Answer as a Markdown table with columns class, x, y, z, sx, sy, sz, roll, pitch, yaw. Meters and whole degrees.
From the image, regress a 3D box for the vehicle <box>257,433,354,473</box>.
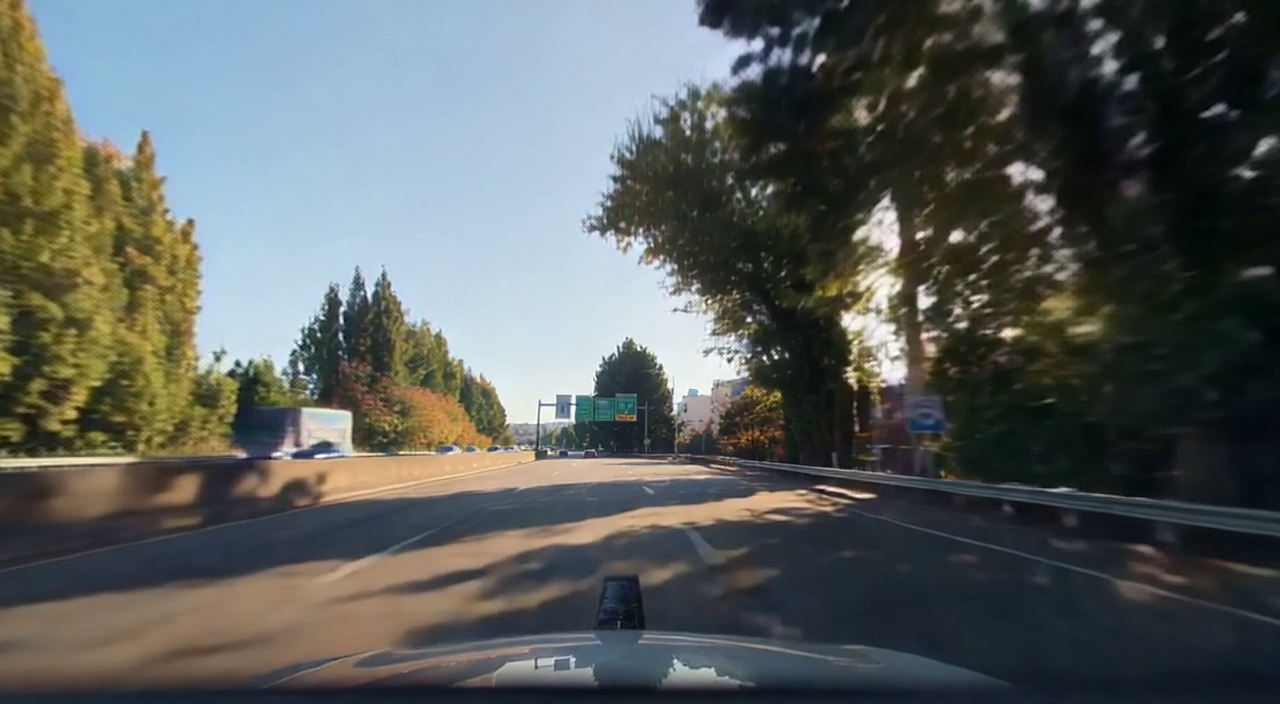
| class | x | y | z | sx | sy | sz | roll | pitch | yaw |
| --- | --- | --- | --- | --- | --- | --- | --- | --- | --- |
| vehicle | -14.492 | 4.403 | 27.438 | 1.939 | 1.554 | 4.335 | 0 | -9 | -2 |

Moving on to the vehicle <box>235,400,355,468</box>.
| class | x | y | z | sx | sy | sz | roll | pitch | yaw |
| --- | --- | --- | --- | --- | --- | --- | --- | --- | --- |
| vehicle | -19.511 | 4.784 | 36.187 | 2.753 | 3.469 | 7.747 | 0 | -9 | -3 |
